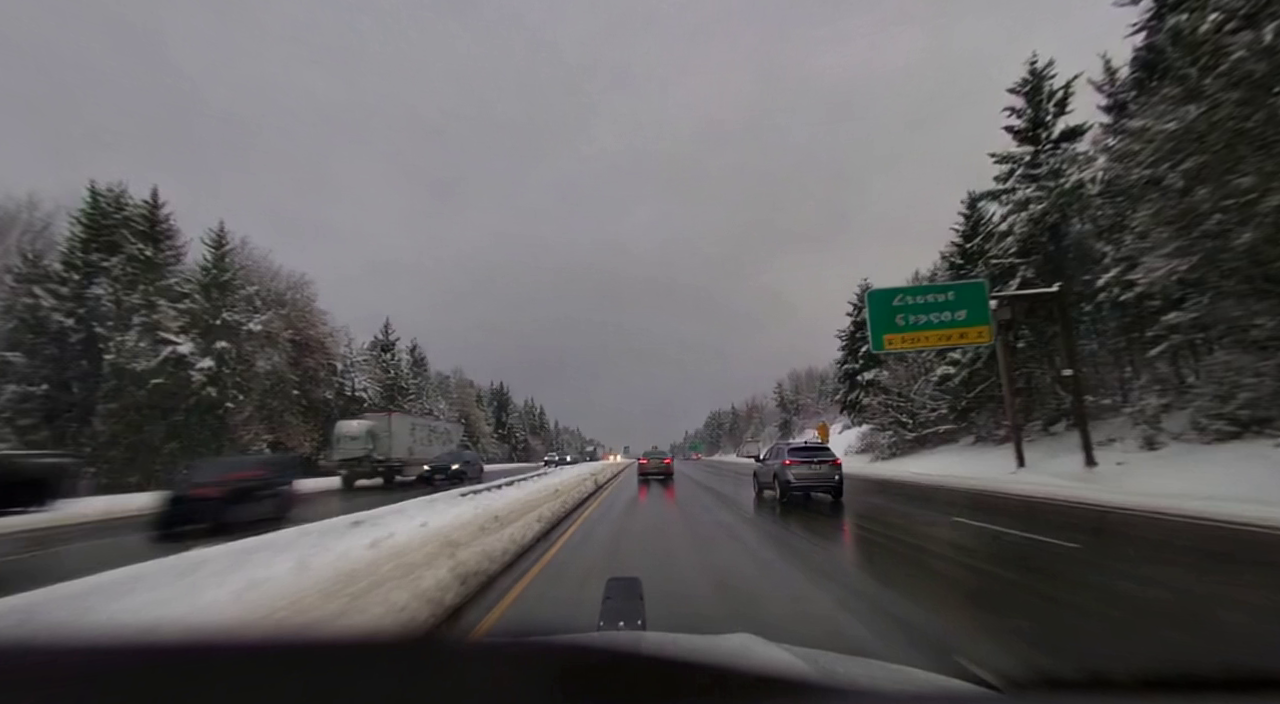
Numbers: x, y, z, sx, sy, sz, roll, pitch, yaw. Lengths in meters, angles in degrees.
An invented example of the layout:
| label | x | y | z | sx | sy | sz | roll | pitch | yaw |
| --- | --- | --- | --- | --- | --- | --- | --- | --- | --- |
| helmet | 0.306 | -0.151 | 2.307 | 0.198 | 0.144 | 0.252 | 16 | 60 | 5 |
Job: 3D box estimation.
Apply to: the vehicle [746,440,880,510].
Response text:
| label | x | y | z | sx | sy | sz | roll | pitch | yaw |
| --- | --- | --- | --- | --- | --- | --- | --- | --- | --- |
| vehicle | 4.044 | 2.952 | 15.614 | 2.029 | 1.475 | 4.279 | 0 | -9 | -1 |

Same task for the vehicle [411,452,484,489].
| label | x | y | z | sx | sy | sz | roll | pitch | yaw |
| --- | --- | --- | --- | --- | --- | --- | --- | --- | --- |
| vehicle | -8.569 | 5.291 | 28.470 | 1.985 | 1.458 | 4.230 | 0 | -9 | 0 |

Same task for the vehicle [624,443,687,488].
| label | x | y | z | sx | sy | sz | roll | pitch | yaw |
| --- | --- | --- | --- | --- | --- | --- | --- | --- | --- |
| vehicle | 0.539 | 4.251 | 23.846 | 2.177 | 1.520 | 4.278 | 0 | -9 | 0 |

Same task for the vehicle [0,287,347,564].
| label | x | y | z | sx | sy | sz | roll | pitch | yaw |
| --- | --- | --- | --- | --- | --- | --- | --- | --- | --- |
| vehicle | -11.732 | 1.813 | 14.118 | 3.263 | 4.326 | 14.657 | 0 | -9 | 0 |
